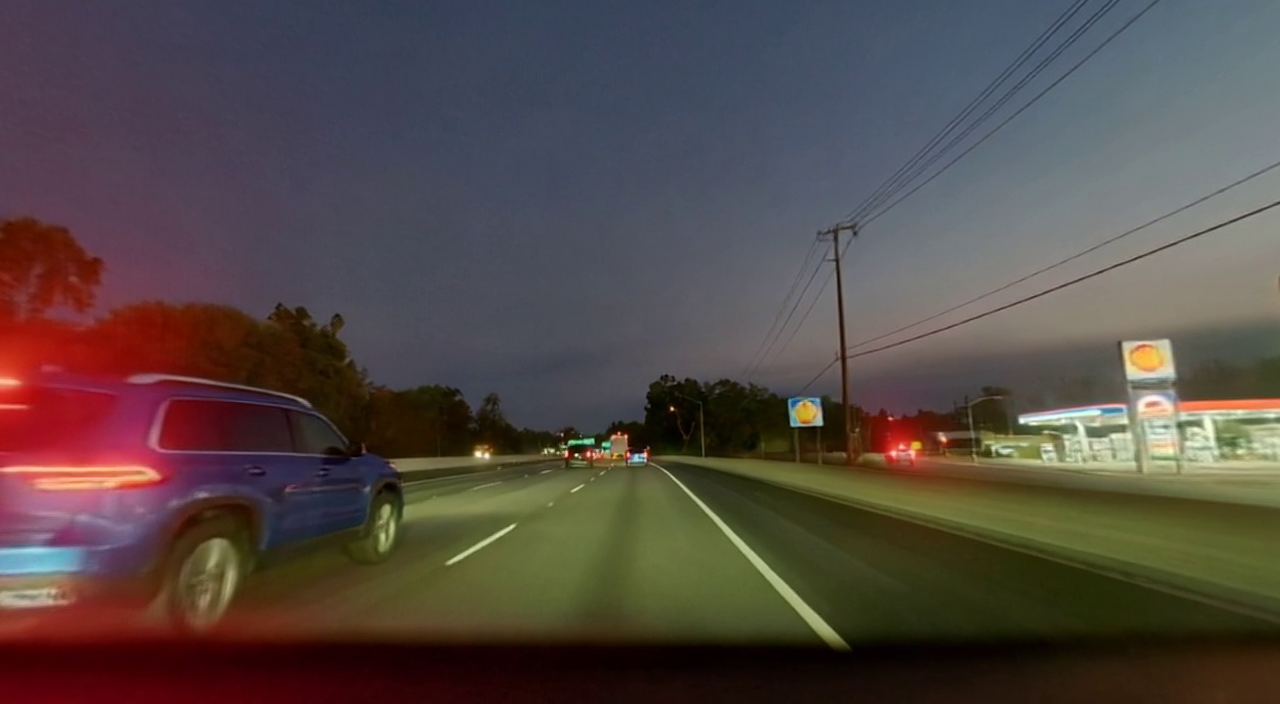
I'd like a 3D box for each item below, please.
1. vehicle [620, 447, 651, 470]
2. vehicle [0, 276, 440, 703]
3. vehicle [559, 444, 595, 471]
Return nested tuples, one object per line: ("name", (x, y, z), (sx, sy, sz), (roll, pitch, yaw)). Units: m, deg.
("vehicle", (-0.350, 7.436, 44.412), (1.982, 1.524, 3.800), (1, -8, -3))
("vehicle", (-3.966, 1.050, 4.792), (2.694, 2.081, 6.099), (0, -8, 2))
("vehicle", (-4.666, 7.864, 47.167), (2.273, 1.884, 4.515), (0, -8, 0))
